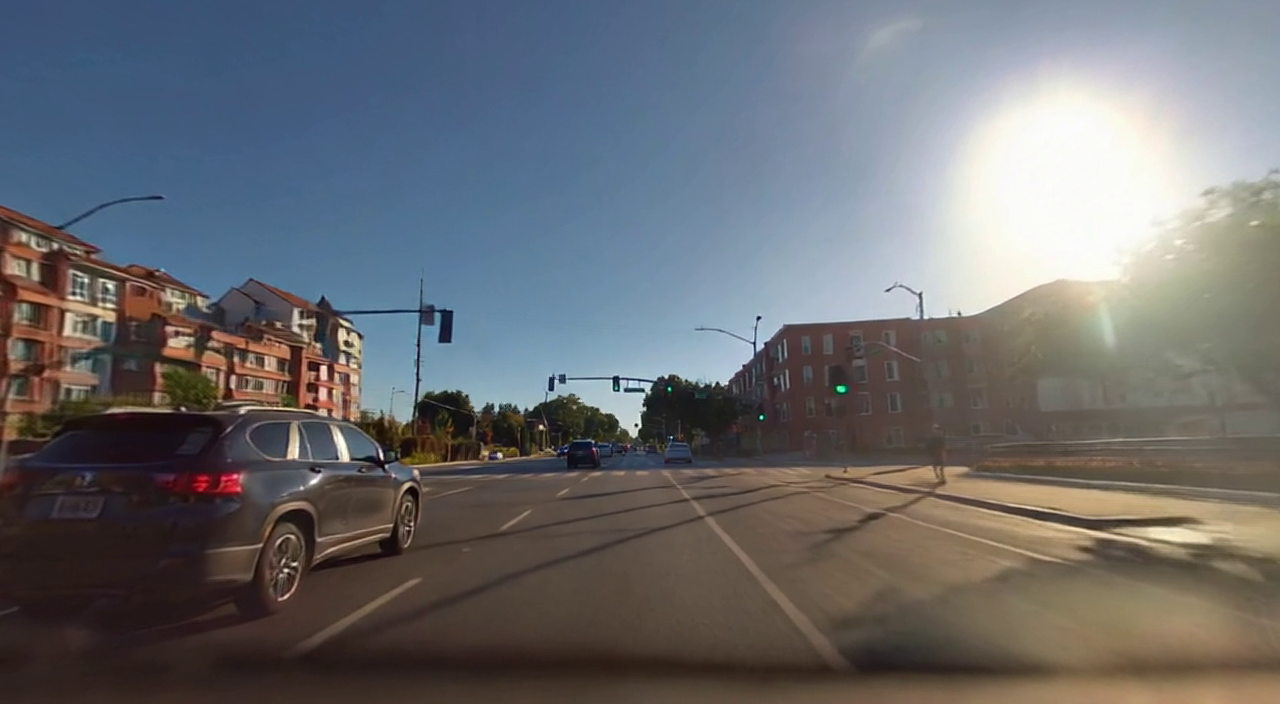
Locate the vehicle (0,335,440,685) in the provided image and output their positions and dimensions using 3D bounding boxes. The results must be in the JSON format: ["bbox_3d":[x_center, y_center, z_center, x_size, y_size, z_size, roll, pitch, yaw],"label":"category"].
[{"bbox_3d":[-3.937,1.262,6.238,2.225,1.984,5.168,0,-8,0],"label":"vehicle"}]

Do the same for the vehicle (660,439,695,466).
[{"bbox_3d":[2.485,6.837,43.165,2.018,1.719,4.369,0,-8,-2],"label":"vehicle"}]

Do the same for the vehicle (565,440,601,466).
[{"bbox_3d":[-3.907,7.020,43.867,2.083,1.685,4.069,0,-8,0],"label":"vehicle"}]
